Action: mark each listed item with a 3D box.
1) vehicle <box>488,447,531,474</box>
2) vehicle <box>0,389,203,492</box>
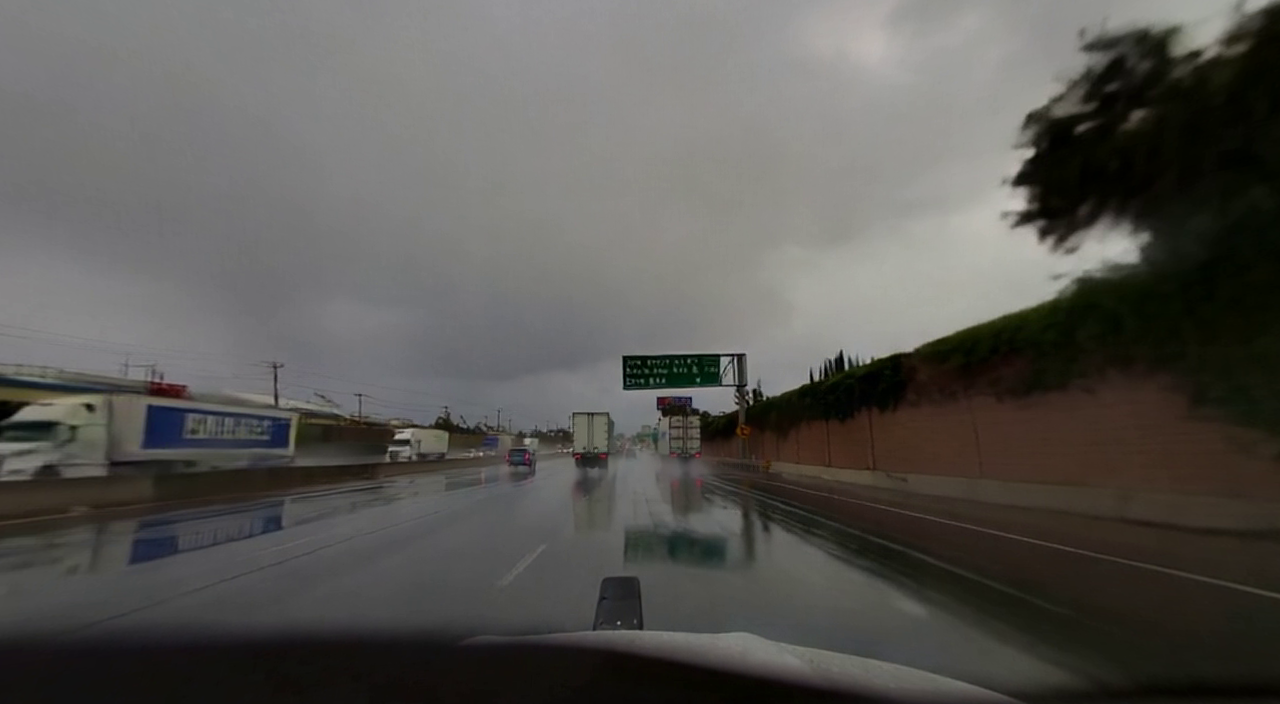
[{"bbox_3d":[-8.665,7.236,42.345,2.132,1.679,4.045,0,-9,-2],"label":"vehicle"},{"bbox_3d":[-23.349,3.865,27.463,3.008,3.765,8.086,0,-9,-1],"label":"vehicle"}]
